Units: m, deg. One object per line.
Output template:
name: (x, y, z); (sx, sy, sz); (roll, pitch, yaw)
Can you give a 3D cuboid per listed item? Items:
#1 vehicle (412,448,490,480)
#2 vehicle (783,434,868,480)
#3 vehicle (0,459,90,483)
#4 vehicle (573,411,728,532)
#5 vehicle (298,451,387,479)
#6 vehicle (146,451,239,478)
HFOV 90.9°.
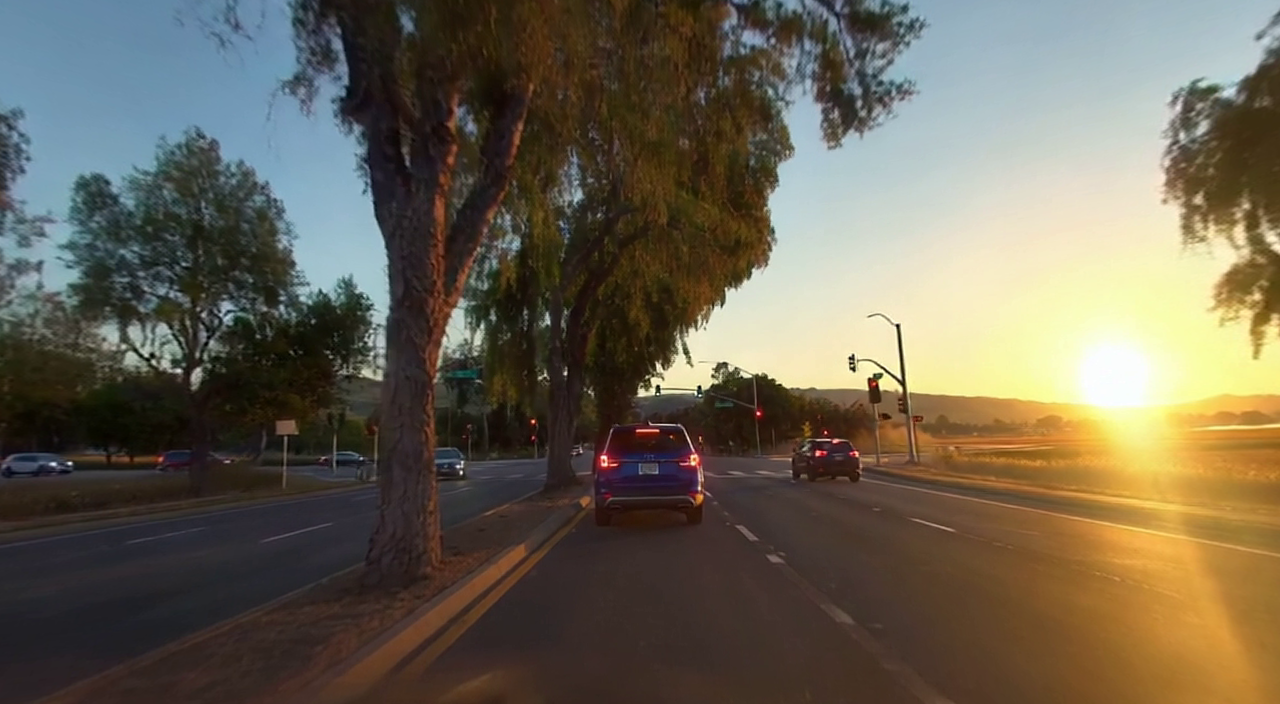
vehicle: (-9.722, 5.647, 32.233); (2.425, 1.480, 4.707); (5, -10, -34)
vehicle: (7.258, 4.143, 25.185); (2.012, 1.636, 4.352); (0, -8, 0)
vehicle: (-38.846, 7.660, 40.730); (4.559, 1.458, 2.265); (-1, -8, 2)
vehicle: (0.155, 2.080, 11.472); (2.298, 1.770, 4.138); (0, -8, 0)
vehicle: (-18.313, 6.913, 38.857); (4.510, 1.606, 2.192); (-2, -9, 15)
vehicle: (-29.407, 7.409, 41.511); (4.608, 1.680, 2.026); (-1, -8, 3)
